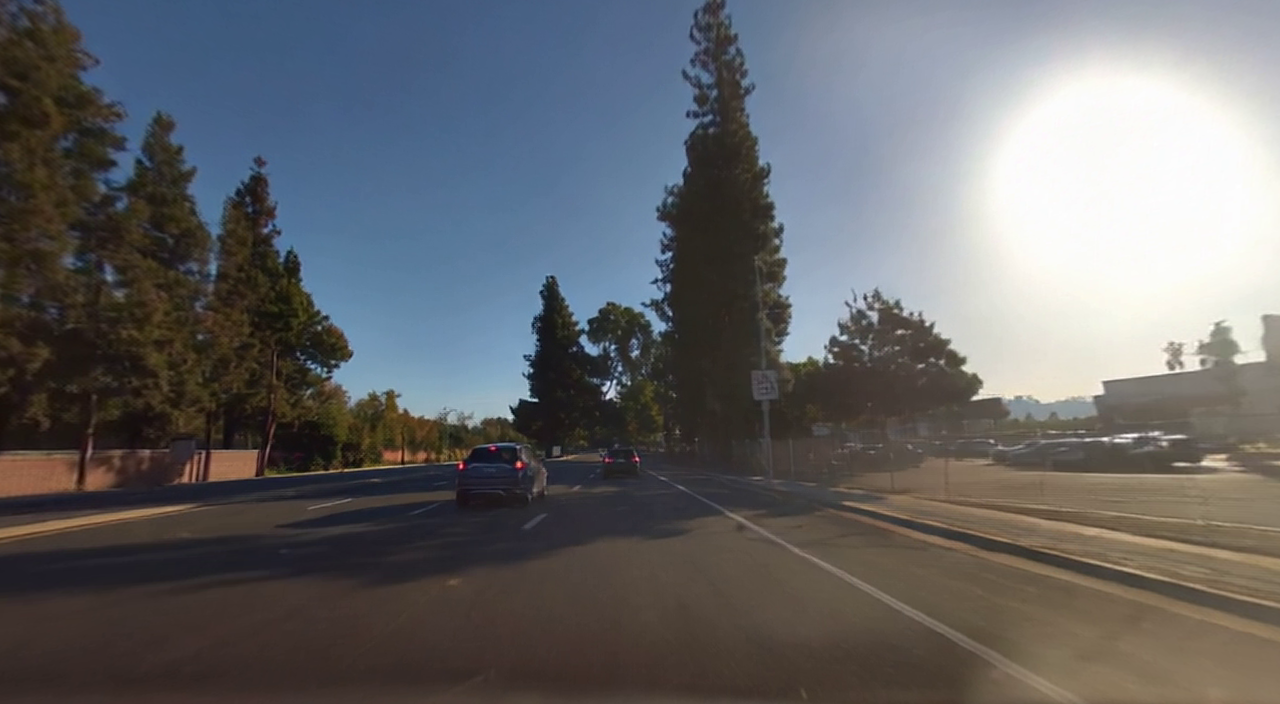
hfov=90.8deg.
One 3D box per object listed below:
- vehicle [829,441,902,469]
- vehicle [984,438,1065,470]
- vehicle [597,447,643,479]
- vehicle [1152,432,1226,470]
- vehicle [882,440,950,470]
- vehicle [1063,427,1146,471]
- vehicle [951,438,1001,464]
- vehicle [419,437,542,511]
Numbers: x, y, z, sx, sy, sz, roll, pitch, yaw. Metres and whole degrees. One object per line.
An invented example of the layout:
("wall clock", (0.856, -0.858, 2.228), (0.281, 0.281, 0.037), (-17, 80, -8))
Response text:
("vehicle", (12.757, 5.732, 35.531), (2.041, 1.459, 4.830), (-8, -11, 42))
("vehicle", (18.136, 4.757, 29.695), (4.562, 1.392, 2.048), (8, -12, -44))
("vehicle", (-1.010, 5.477, 31.484), (2.147, 1.474, 4.083), (0, -8, -2))
("vehicle", (22.602, 4.041, 25.939), (1.934, 1.423, 4.008), (-8, -12, 43))
("vehicle", (14.453, 5.345, 32.956), (2.131, 1.437, 4.325), (-7, -11, 38))
("vehicle", (20.646, 4.281, 28.001), (2.062, 1.703, 4.661), (-13, -14, 43))
("vehicle", (24.107, 7.032, 45.294), (1.975, 1.729, 4.534), (-6, -10, 42))
("vehicle", (-4.021, 3.140, 16.821), (2.105, 1.676, 4.541), (0, -8, 0))
